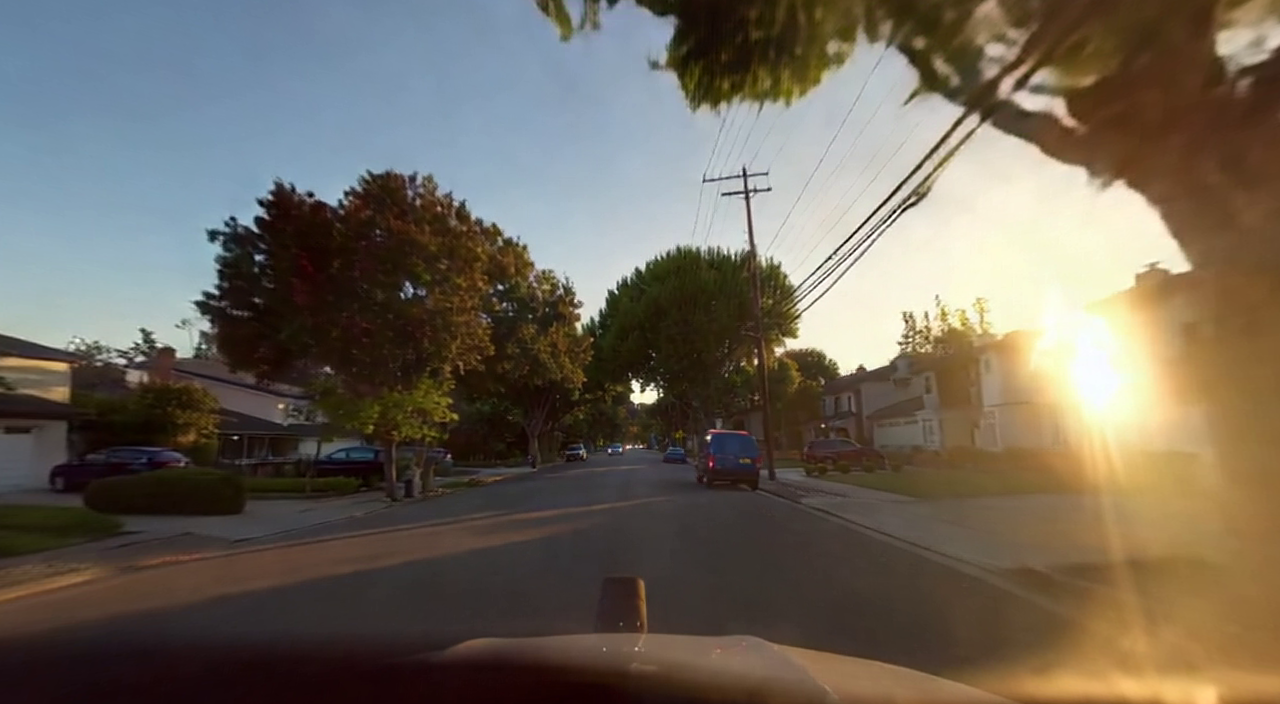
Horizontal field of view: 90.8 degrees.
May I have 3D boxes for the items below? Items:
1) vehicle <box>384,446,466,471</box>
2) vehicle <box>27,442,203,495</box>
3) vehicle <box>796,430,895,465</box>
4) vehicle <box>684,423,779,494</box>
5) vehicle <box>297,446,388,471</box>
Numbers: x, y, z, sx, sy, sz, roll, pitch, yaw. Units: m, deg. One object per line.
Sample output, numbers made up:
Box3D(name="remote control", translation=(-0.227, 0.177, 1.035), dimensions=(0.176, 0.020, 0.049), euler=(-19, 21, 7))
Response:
Box3D(name="vehicle", translation=(-13.341, 6.595, 39.371), dimensions=(4.443, 1.475, 1.932), euler=(0, -9, -2))
Box3D(name="vehicle", translation=(-18.480, 4.093, 22.413), dimensions=(4.414, 1.731, 2.008), euler=(-1, -8, 0))
Box3D(name="vehicle", translation=(10.965, 5.127, 33.872), dimensions=(4.602, 1.799, 1.859), euler=(0, -9, -1))
Box3D(name="vehicle", translation=(2.900, 3.552, 21.372), dimensions=(2.311, 2.069, 5.156), euler=(0, -9, -1))
Box3D(name="vehicle", translation=(-18.355, 6.588, 39.134), dimensions=(4.615, 1.482, 2.073), euler=(0, -8, 0))
